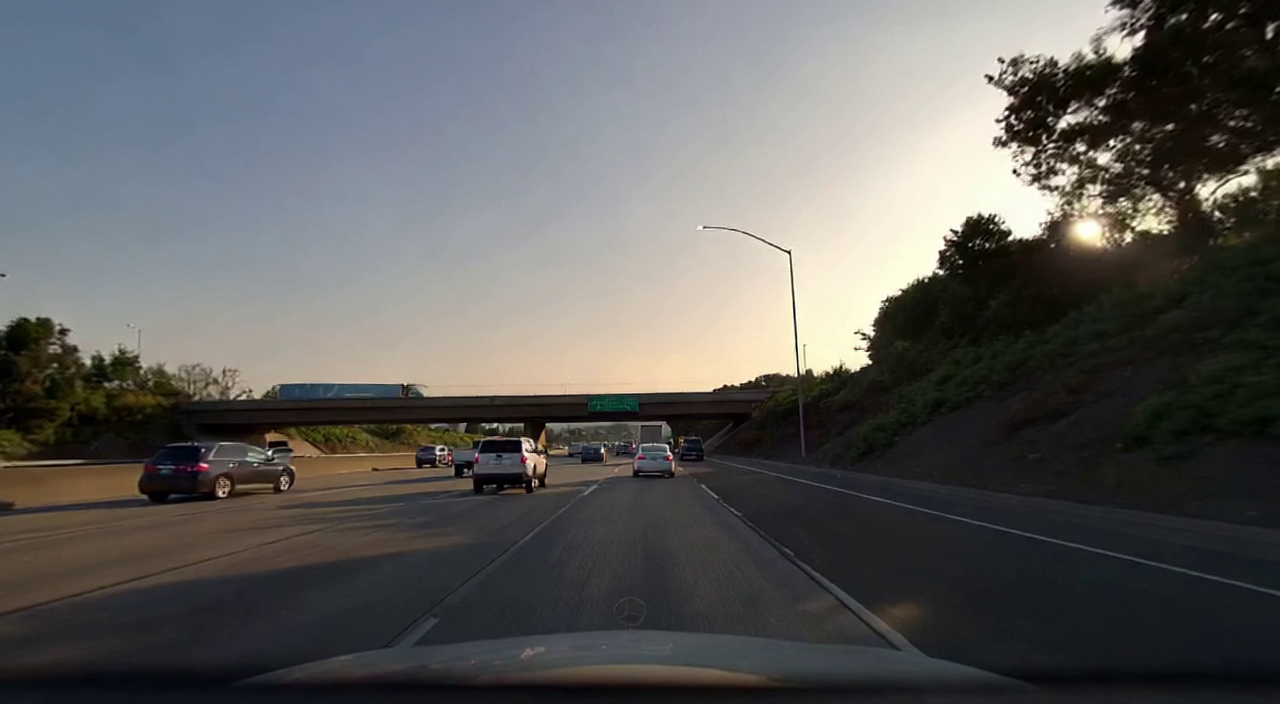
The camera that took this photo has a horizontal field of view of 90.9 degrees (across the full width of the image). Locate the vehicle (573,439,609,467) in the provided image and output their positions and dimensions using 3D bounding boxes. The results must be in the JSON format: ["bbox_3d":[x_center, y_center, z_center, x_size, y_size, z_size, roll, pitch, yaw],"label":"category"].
[{"bbox_3d":[-3.036,6.355,39.949,1.897,1.646,4.049,0,-8,1],"label":"vehicle"}]

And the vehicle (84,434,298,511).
[{"bbox_3d":[-10.587,2.844,15.383,1.941,1.602,4.277,0,-8,2],"label":"vehicle"}]

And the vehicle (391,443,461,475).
[{"bbox_3d":[-10.683,5.341,31.881,1.902,1.478,4.505,0,-8,1],"label":"vehicle"}]

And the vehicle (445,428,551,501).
[{"bbox_3d":[-3.704,3.006,17.274,1.903,1.721,4.210,0,-8,1],"label":"vehicle"}]

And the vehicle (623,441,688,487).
[{"bbox_3d":[0.499,3.819,21.912,2.054,1.421,4.090,0,-8,1],"label":"vehicle"}]
